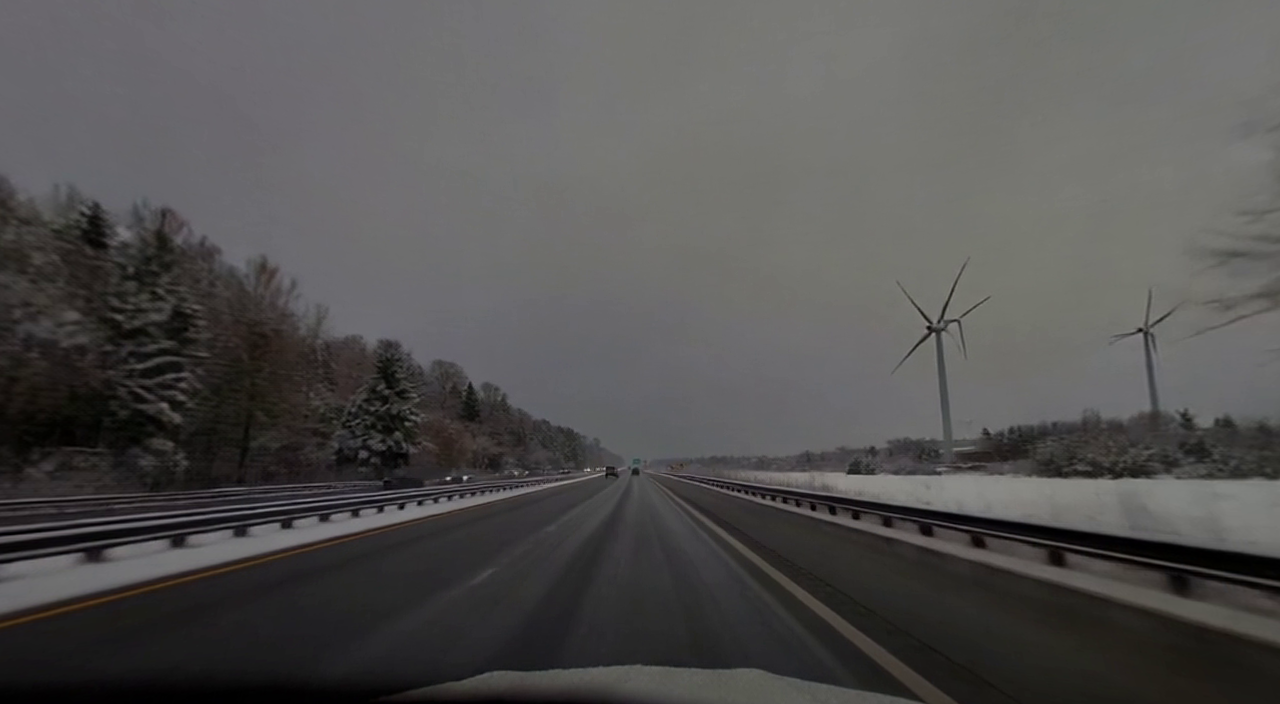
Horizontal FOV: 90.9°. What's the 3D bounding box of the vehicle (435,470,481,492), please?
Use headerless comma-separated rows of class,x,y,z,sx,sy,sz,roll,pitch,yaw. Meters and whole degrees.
vehicle,-12.583,8.940,43.864,1.884,1.434,4.481,1,-11,0

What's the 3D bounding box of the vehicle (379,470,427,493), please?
vehicle,-17.042,9.324,45.553,1.870,1.544,4.141,1,-11,0
